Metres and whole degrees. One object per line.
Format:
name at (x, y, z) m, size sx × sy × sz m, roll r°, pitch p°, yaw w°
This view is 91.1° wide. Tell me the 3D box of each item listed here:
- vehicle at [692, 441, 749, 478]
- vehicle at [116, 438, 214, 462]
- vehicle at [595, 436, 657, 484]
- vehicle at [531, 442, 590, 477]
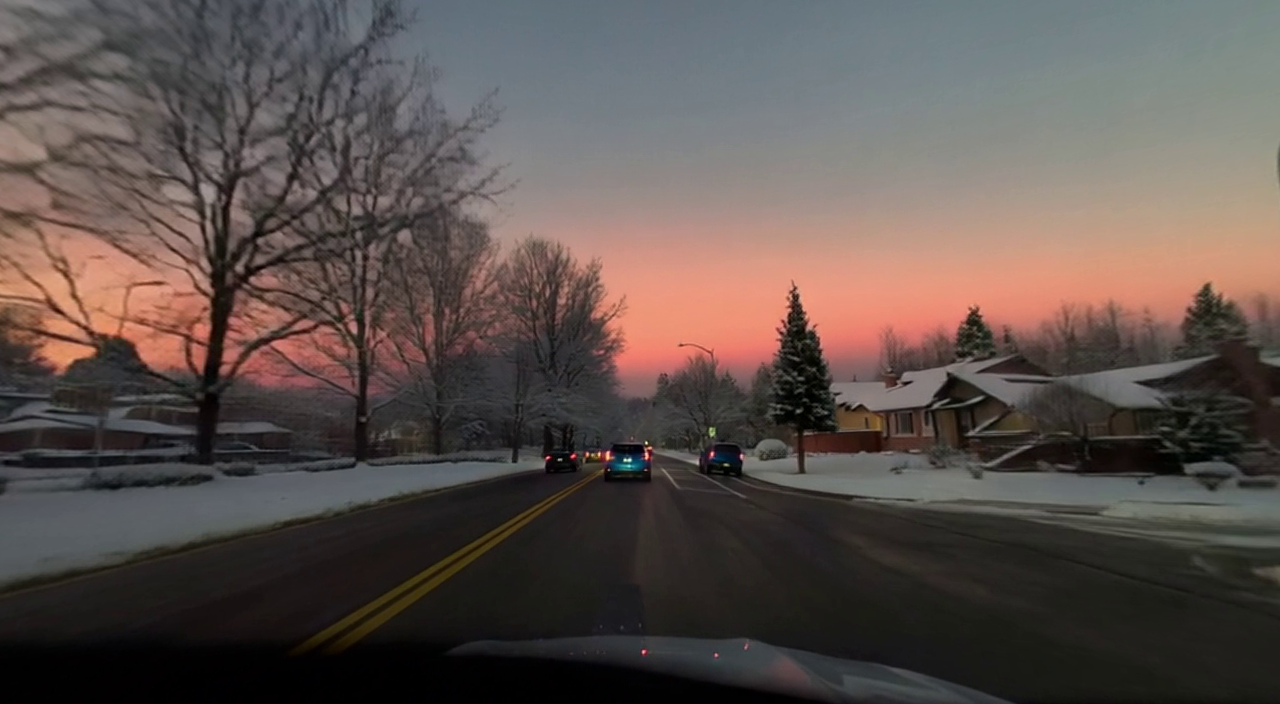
vehicle at (4.002, 5.440, 32.084) m, size 2.332 × 1.769 × 4.518 m, roll 0°, pitch -8°, yaw 0°
vehicle at (-32.232, 6.666, 42.704) m, size 4.891 × 1.538 × 2.059 m, roll 0°, pitch -9°, yaw 0°
vehicle at (-0.487, 4.211, 24.793) m, size 2.220 × 1.742 × 4.047 m, roll 0°, pitch -8°, yaw 0°
vehicle at (-3.531, 4.872, 28.705) m, size 2.032 × 1.433 × 4.458 m, roll 0°, pitch -8°, yaw 1°
